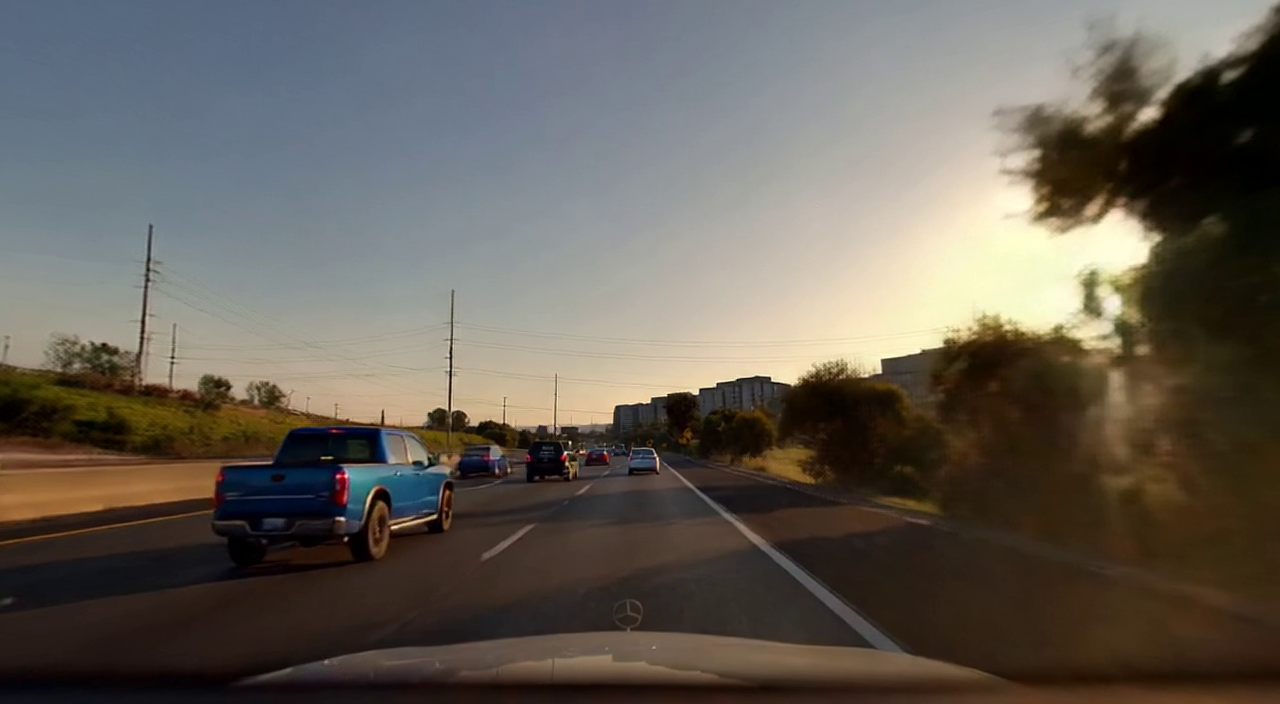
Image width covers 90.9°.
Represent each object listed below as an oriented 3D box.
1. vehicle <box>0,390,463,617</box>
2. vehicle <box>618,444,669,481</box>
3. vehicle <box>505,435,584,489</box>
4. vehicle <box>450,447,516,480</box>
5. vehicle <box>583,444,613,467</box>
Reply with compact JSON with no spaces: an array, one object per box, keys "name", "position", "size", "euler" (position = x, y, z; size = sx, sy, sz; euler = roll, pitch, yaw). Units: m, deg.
[{"name":"vehicle","position":[-4.130,1.640,7.938],"size":[2.198,1.848,5.346],"euler":[0,-8,0]},{"name":"vehicle","position":[0.130,4.817,27.757],"size":[2.047,1.473,3.978],"euler":[0,-8,0]},{"name":"vehicle","position":[-3.435,4.082,23.703],"size":[2.133,1.789,4.518],"euler":[-1,-8,2]},{"name":"vehicle","position":[-7.537,5.369,30.700],"size":[1.974,1.454,4.478],"euler":[-1,-8,1]},{"name":"vehicle","position":[-3.252,8.119,49.586],"size":[1.993,1.717,4.321],"euler":[-1,-8,2]}]
